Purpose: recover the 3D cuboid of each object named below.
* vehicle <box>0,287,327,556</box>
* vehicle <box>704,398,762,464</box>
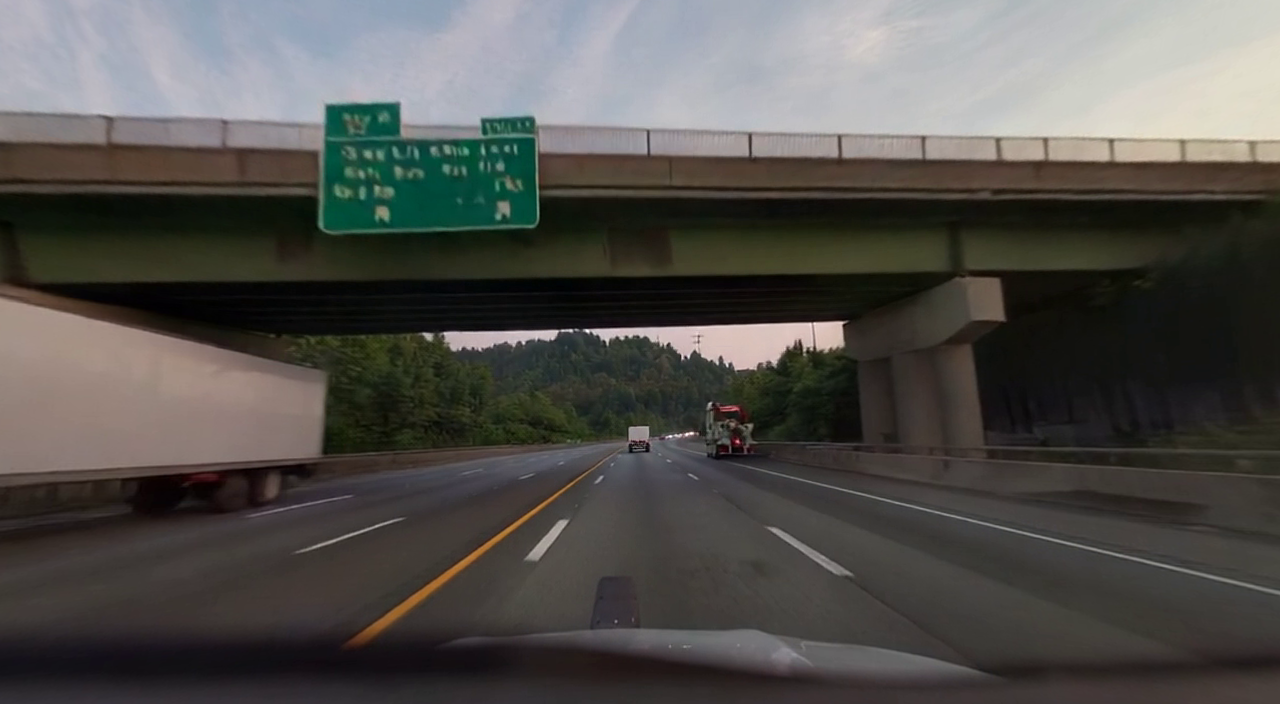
[{"bbox_3d":[-10.898,1.481,12.446,2.872,3.937,12.888,0,-8,0],"label":"vehicle"},{"bbox_3d":[5.788,5.123,40.351,2.867,3.751,7.735,-1,-8,3],"label":"vehicle"}]
